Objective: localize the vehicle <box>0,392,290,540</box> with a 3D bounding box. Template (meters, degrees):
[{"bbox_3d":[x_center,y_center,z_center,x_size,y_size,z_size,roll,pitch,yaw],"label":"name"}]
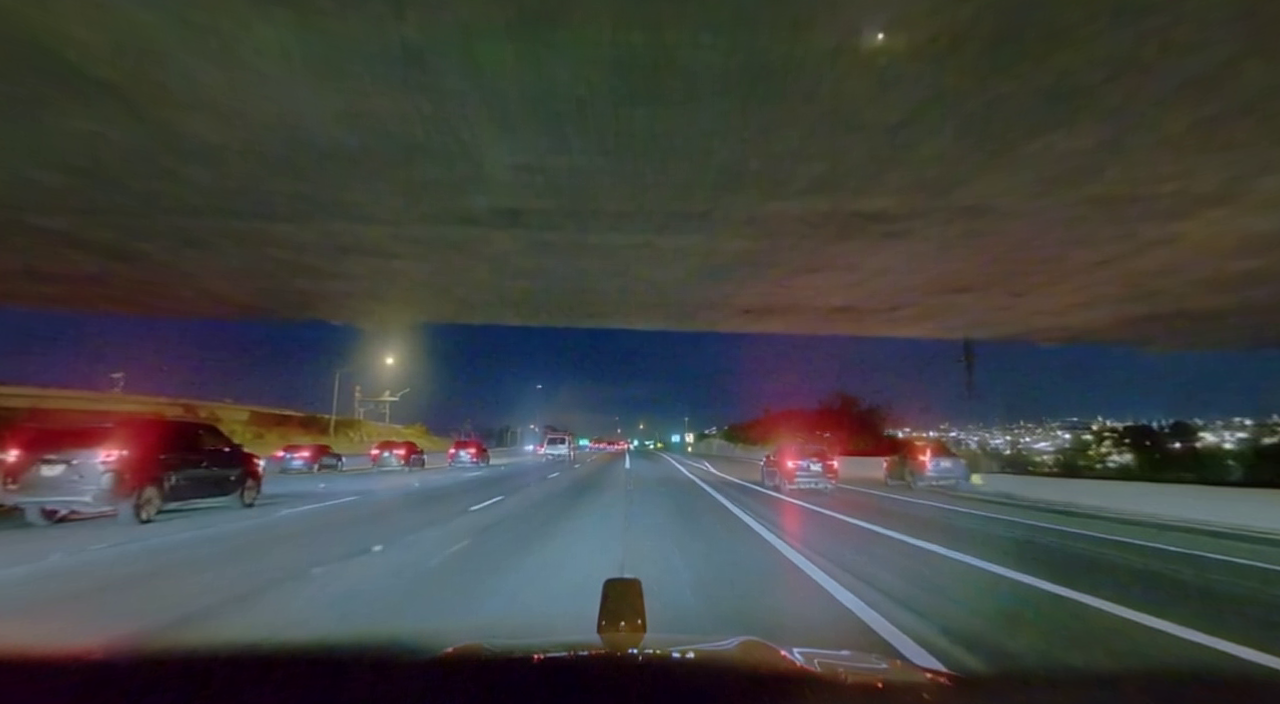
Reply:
[{"bbox_3d":[-8.392,1.847,10.681,2.179,1.948,4.618,0,-9,-1],"label":"vehicle"}]

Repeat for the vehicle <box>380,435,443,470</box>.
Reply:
[{"bbox_3d":[-12.248,5.423,33.926,1.900,1.726,4.236,0,-9,-1],"label":"vehicle"}]

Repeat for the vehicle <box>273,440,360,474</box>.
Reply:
[{"bbox_3d":[-15.459,5.021,30.303,1.863,1.499,4.455,0,-9,-1],"label":"vehicle"}]

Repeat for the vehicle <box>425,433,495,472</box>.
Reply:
[{"bbox_3d":[-8.874,5.015,31.426,2.109,1.784,4.709,0,-9,0],"label":"vehicle"}]

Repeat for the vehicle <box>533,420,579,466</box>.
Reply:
[{"bbox_3d":[-5.535,6.140,42.405,2.301,2.843,6.458,0,-9,-1],"label":"vehicle"}]
